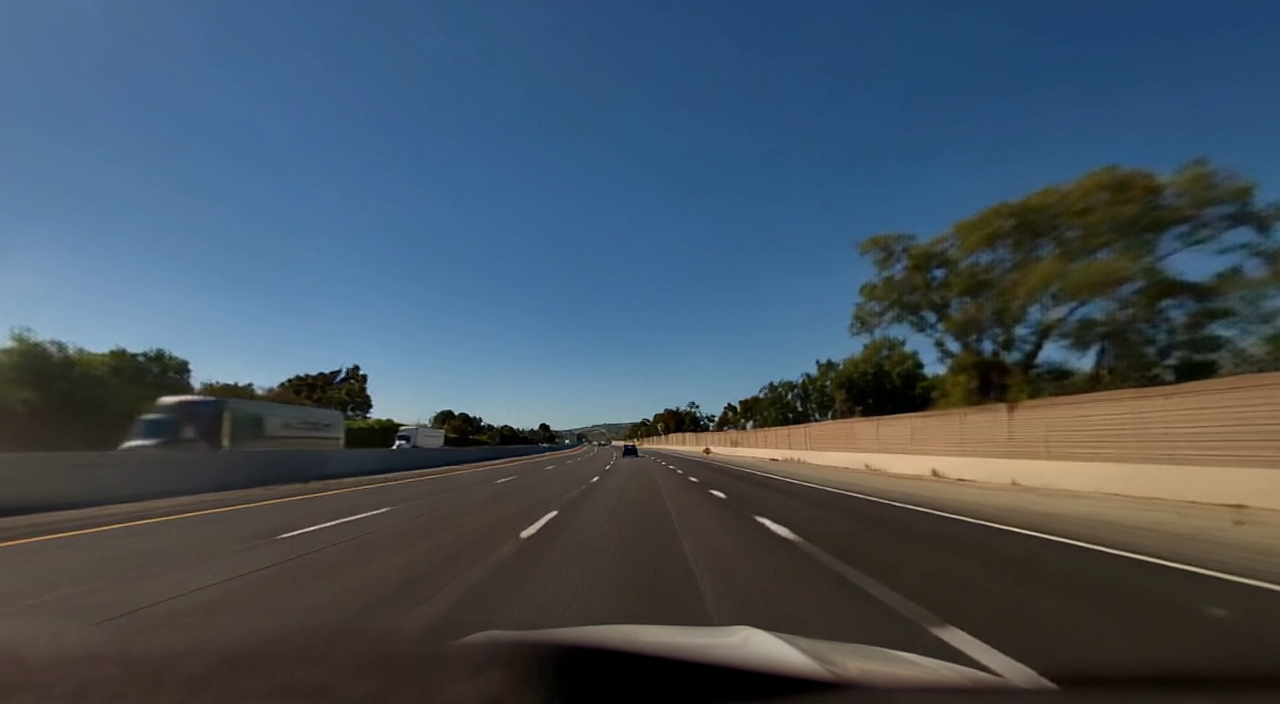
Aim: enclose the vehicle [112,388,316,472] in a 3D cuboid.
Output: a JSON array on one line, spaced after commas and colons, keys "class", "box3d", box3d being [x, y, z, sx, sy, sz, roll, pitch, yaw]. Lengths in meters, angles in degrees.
[{"class": "vehicle", "box3d": [-23.066, 4.609, 35.715, 2.979, 3.898, 12.555, 0, -9, -1]}]
